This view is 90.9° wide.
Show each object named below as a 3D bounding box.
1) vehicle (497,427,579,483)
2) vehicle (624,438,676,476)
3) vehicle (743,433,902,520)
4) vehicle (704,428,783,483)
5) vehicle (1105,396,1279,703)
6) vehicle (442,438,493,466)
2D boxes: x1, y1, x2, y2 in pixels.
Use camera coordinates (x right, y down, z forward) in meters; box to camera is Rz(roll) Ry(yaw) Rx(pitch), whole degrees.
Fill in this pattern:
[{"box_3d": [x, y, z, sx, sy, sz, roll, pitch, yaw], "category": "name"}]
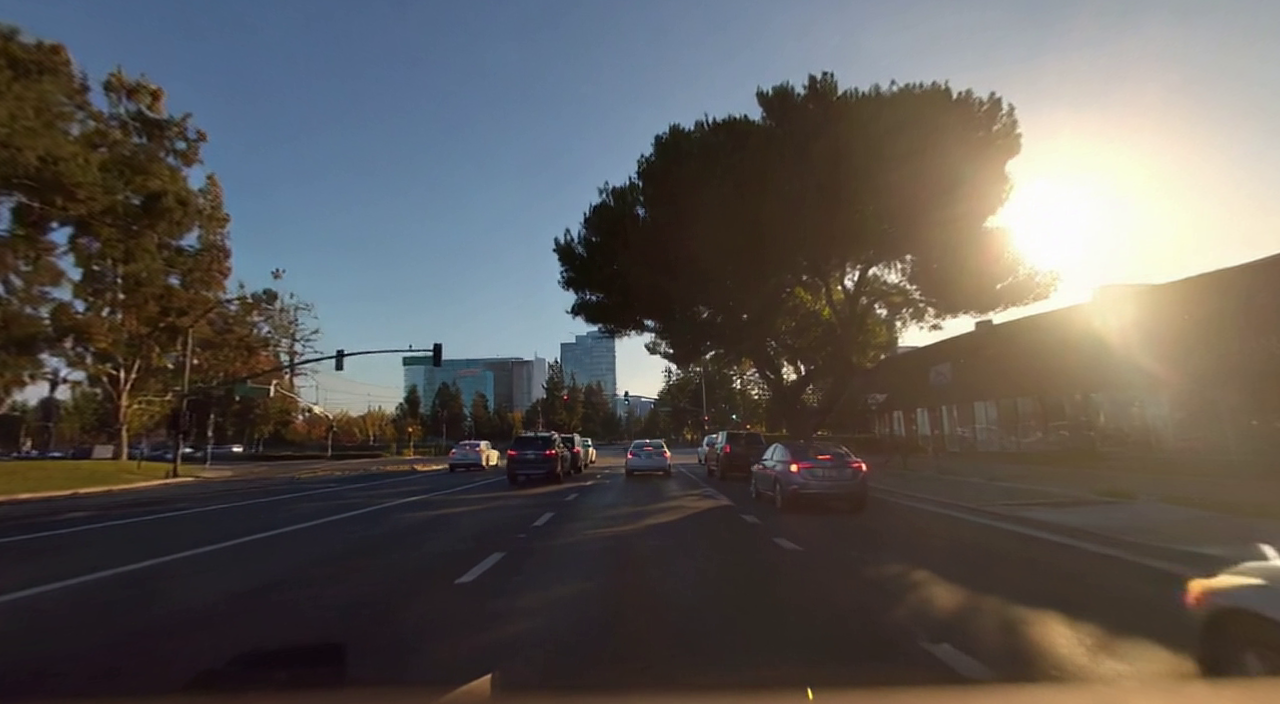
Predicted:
[{"box_3d": [-3.397, 3.539, 21.854, 2.023, 1.720, 4.452, 0, -8, 1], "category": "vehicle"}, {"box_3d": [0.341, 4.236, 25.671, 1.971, 1.433, 3.923, 0, -8, -1], "category": "vehicle"}, {"box_3d": [3.466, 2.438, 12.909, 1.913, 1.463, 4.198, 0, -8, -1], "category": "vehicle"}, {"box_3d": [3.504, 3.585, 22.070, 1.992, 1.744, 4.183, 0, -8, -1], "category": "vehicle"}, {"box_3d": [3.201, 0.687, 0.755, 1.948, 1.474, 4.360, 0, -8, 0], "category": "vehicle"}, {"box_3d": [-10.388, 6.033, 38.276, 1.989, 1.598, 4.054, -1, -8, 0], "category": "vehicle"}]
